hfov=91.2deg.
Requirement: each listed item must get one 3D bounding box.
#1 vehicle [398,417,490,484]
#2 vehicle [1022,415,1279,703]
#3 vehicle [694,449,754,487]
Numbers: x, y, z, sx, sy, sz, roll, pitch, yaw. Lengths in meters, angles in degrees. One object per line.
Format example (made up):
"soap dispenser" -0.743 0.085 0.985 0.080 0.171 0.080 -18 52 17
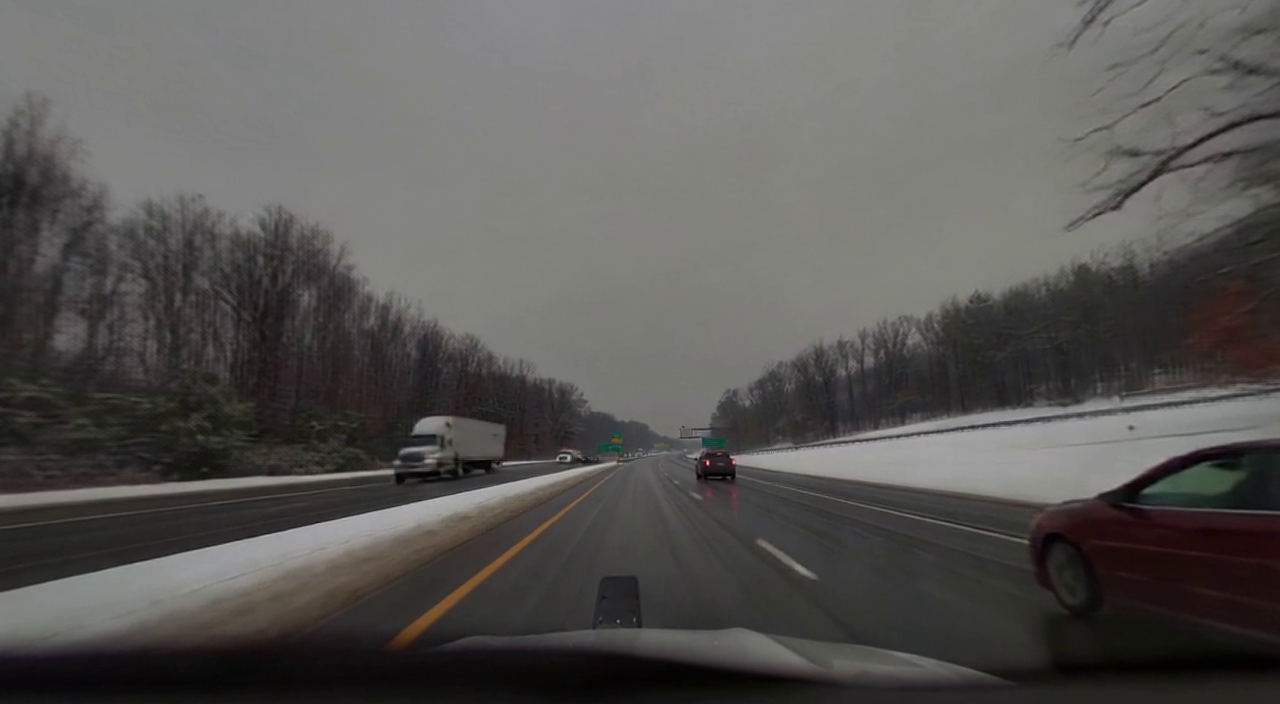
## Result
"vehicle" -12.824 6.616 42.235 3.017 3.962 9.879 0 -9 0
"vehicle" 4.490 1.123 3.405 2.119 1.557 4.163 0 -9 -1
"vehicle" 3.780 5.302 29.022 2.070 1.546 4.648 0 -9 0
